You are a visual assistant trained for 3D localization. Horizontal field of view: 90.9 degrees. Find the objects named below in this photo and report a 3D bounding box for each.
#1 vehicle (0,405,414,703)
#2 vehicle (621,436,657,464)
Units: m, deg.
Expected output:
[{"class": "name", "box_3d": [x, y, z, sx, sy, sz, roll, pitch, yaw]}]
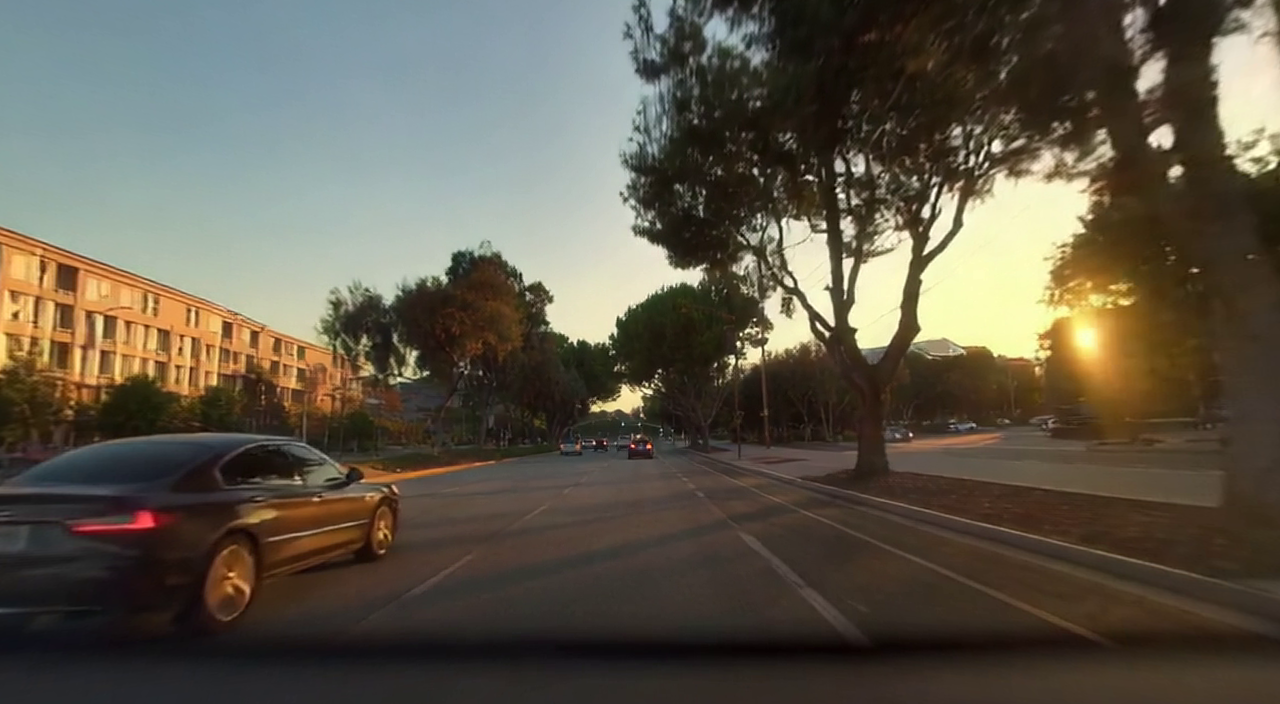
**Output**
[{"class": "vehicle", "box_3d": [-3.769, 1.329, 5.187, 1.942, 1.462, 4.905, 0, -8, 1]}, {"class": "vehicle", "box_3d": [-0.059, 6.252, 40.329, 2.199, 1.652, 4.101, 0, -8, 0]}]
